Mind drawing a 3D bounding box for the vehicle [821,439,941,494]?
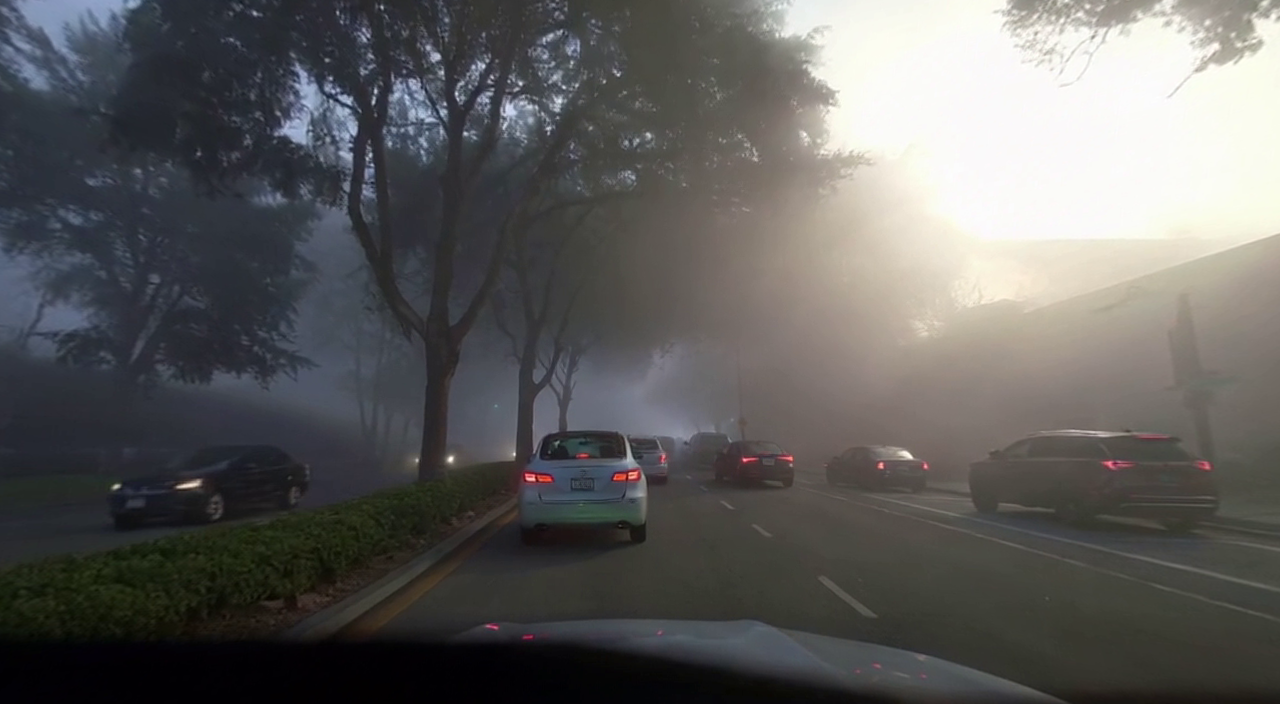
[{"bbox_3d":[7.255,3.478,19.552,1.977,1.485,4.308,0,-8,0],"label":"vehicle"}]

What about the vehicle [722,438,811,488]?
[{"bbox_3d":[4.094,3.669,21.281,2.175,1.477,4.520,0,-8,2],"label":"vehicle"}]

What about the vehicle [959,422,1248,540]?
[{"bbox_3d":[7.912,2.213,11.508,2.168,1.709,4.289,-1,-8,4],"label":"vehicle"}]

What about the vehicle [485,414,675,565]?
[{"bbox_3d":[-0.821,1.805,8.988,2.106,1.655,3.717,1,-8,-5],"label":"vehicle"}]

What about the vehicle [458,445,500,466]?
[{"bbox_3d":[-12.134,7.816,47.861,1.981,1.463,4.395,0,-8,1],"label":"vehicle"}]

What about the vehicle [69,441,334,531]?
[{"bbox_3d":[-8.371,2.558,12.751,2.039,1.466,4.553,0,-8,1],"label":"vehicle"}]

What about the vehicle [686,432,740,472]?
[{"bbox_3d":[3.600,5.024,31.997,2.114,1.846,4.659,0,-8,-1],"label":"vehicle"}]
